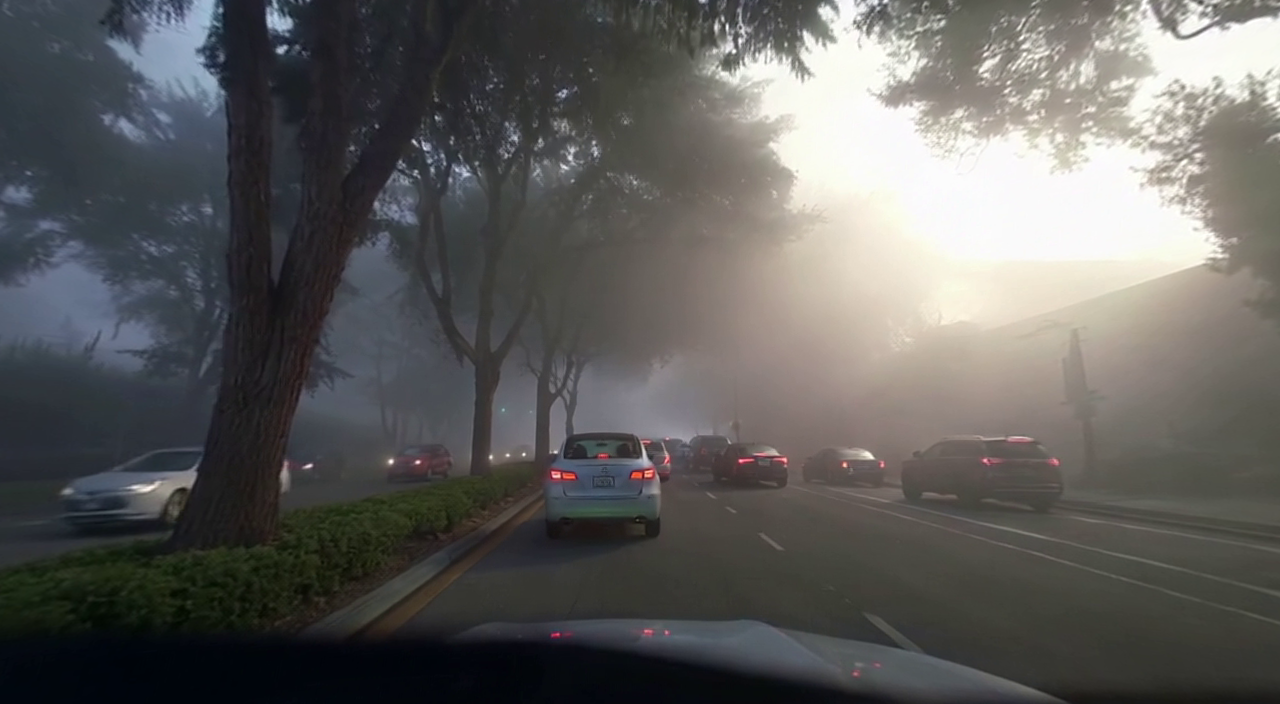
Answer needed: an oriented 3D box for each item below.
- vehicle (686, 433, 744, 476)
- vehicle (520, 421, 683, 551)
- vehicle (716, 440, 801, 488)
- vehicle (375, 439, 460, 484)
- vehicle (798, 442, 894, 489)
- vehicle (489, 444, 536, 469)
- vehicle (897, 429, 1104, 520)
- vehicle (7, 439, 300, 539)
[{"bbox_3d":[3.435,4.786,29.821,2.114,1.846,4.659,0,-8,-1],"label":"vehicle"},{"bbox_3d":[-0.596,2.012,10.119,2.106,1.655,3.717,0,-8,-3],"label":"vehicle"},{"bbox_3d":[4.001,3.869,22.165,2.175,1.477,4.520,0,-8,1],"label":"vehicle"},{"bbox_3d":[-8.908,4.406,25.684,1.920,1.663,4.036,0,-8,0],"label":"vehicle"},{"bbox_3d":[7.211,3.994,22.642,1.977,1.485,4.308,0,-8,0],"label":"vehicle"},{"bbox_3d":[-8.205,6.758,41.069,2.039,1.466,4.553,0,-8,1],"label":"vehicle"},{"bbox_3d":[7.786,2.664,14.284,2.168,1.709,4.289,0,-8,1],"label":"vehicle"},{"bbox_3d":[-8.764,2.460,12.094,1.938,1.513,4.593,0,-8,0],"label":"vehicle"}]
